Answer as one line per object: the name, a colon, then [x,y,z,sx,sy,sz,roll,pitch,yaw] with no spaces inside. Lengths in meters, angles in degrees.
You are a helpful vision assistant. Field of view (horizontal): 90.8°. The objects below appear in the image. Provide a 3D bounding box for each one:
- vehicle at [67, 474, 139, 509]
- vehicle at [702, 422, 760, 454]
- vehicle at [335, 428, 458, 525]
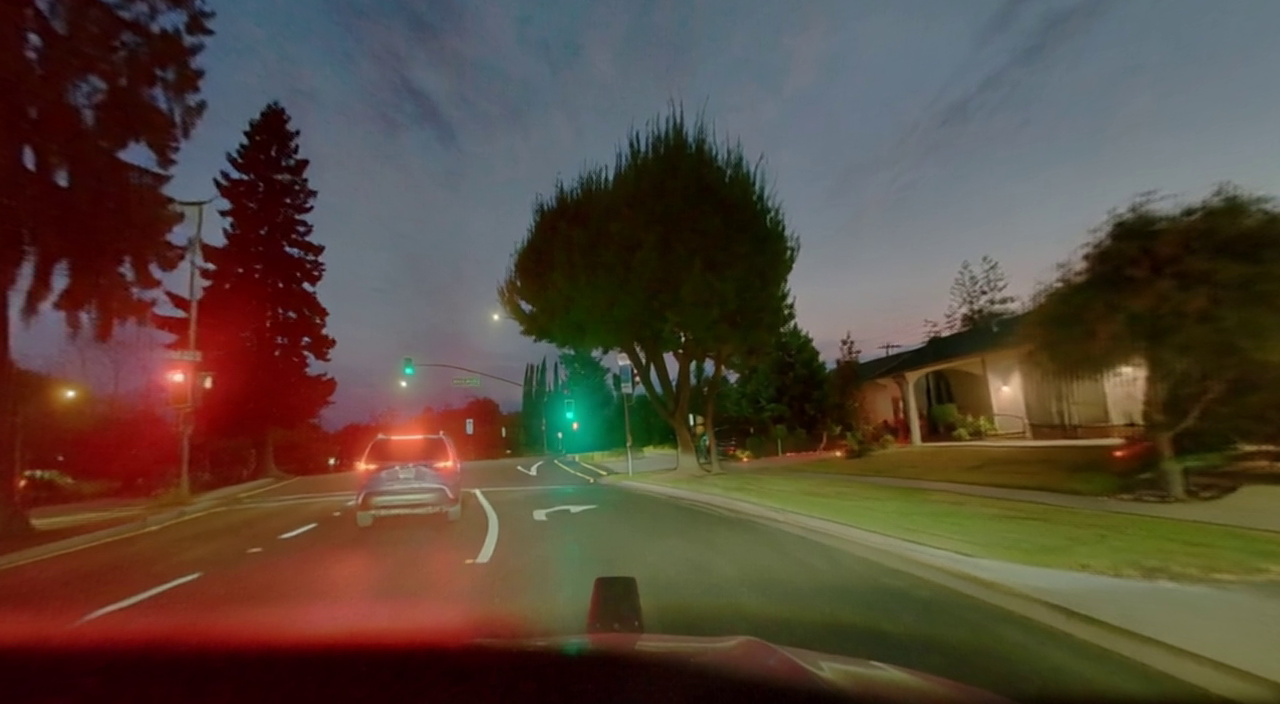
vehicle: [-31.132,8.032,36.779,1.943,1.677,4.176,3,-9,-23]
vehicle: [4.589,4.442,32.531,1.911,1.516,4.251,1,-9,-7]
vehicle: [-4.978,2.544,13.513,1.990,1.707,4.225,2,-9,-16]
